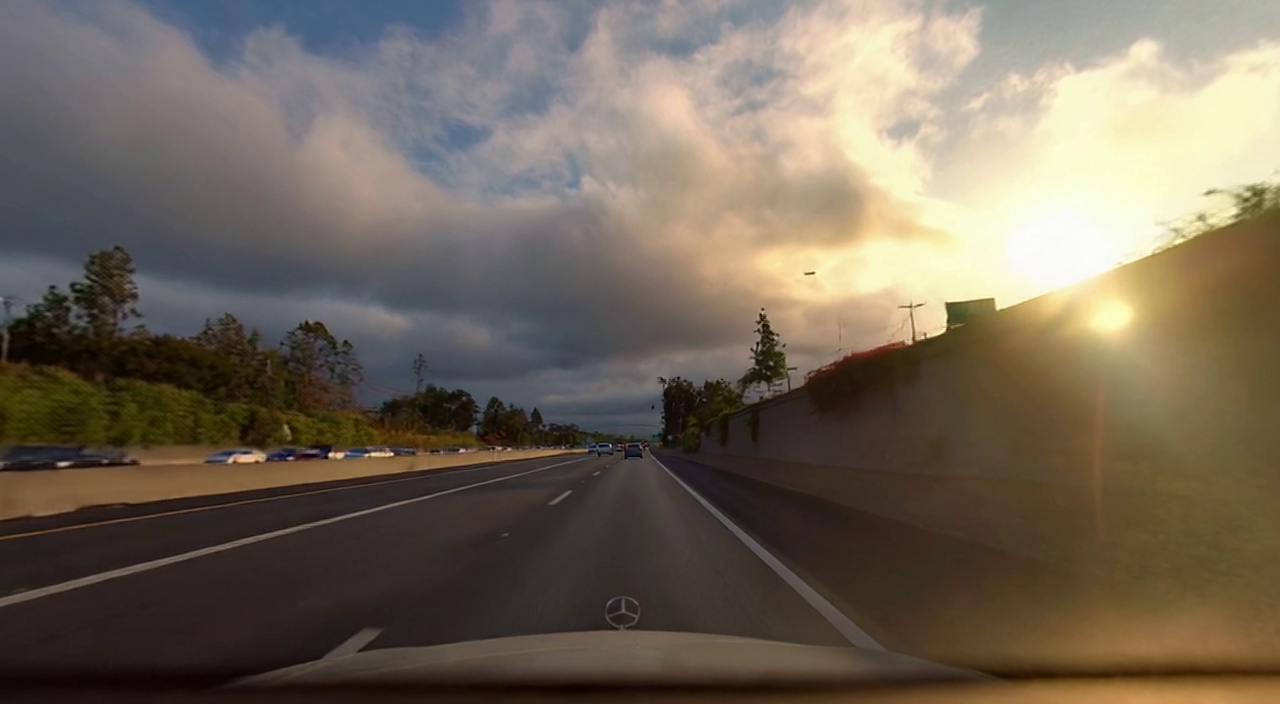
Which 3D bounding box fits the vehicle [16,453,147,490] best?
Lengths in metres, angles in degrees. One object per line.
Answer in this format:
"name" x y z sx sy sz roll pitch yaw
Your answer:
"vehicle" -25.840 5.528 29.406 1.878 1.536 4.552 0 -9 1
